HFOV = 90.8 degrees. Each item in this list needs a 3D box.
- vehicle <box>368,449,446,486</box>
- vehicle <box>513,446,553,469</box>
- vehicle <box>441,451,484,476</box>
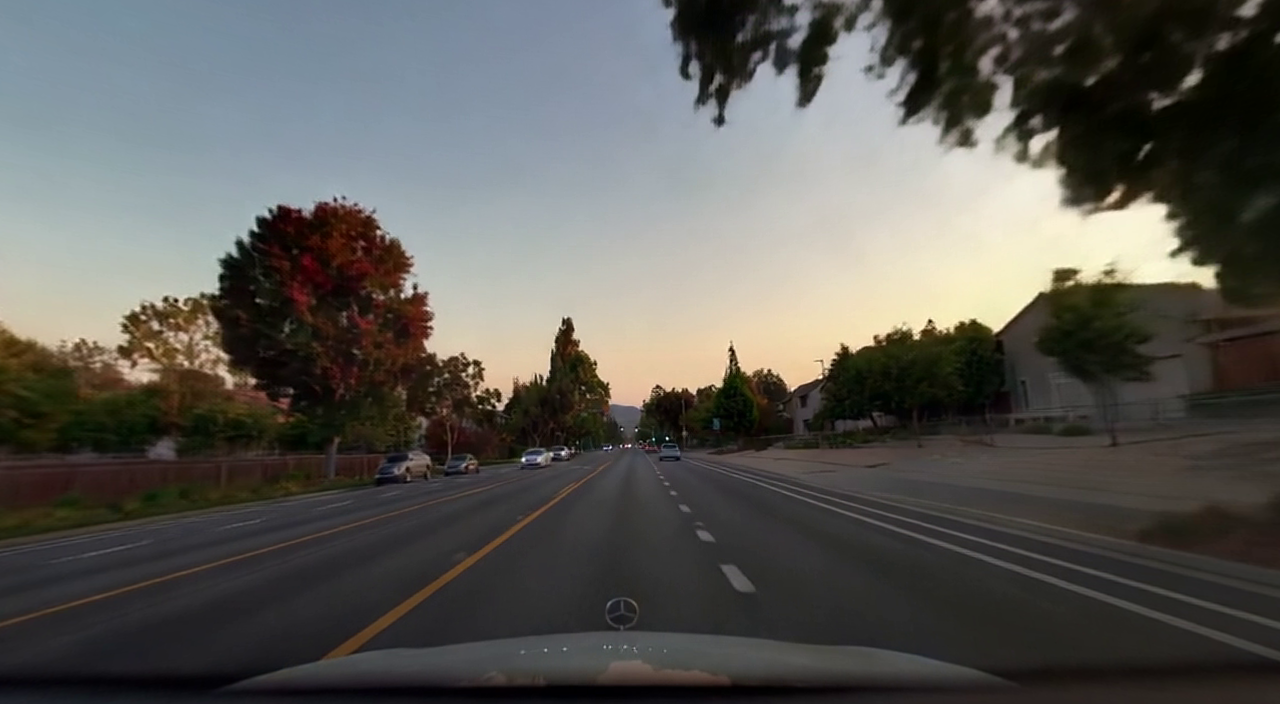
[{"bbox_3d":[-12.422,6.177,34.140,2.094,1.797,5.655,0,-9,0],"label":"vehicle"},{"bbox_3d":[-7.421,7.377,44.299,2.004,1.508,4.525,0,-9,0],"label":"vehicle"},{"bbox_3d":[-12.612,7.939,45.080,1.969,1.613,4.129,-3,-9,-1],"label":"vehicle"}]
